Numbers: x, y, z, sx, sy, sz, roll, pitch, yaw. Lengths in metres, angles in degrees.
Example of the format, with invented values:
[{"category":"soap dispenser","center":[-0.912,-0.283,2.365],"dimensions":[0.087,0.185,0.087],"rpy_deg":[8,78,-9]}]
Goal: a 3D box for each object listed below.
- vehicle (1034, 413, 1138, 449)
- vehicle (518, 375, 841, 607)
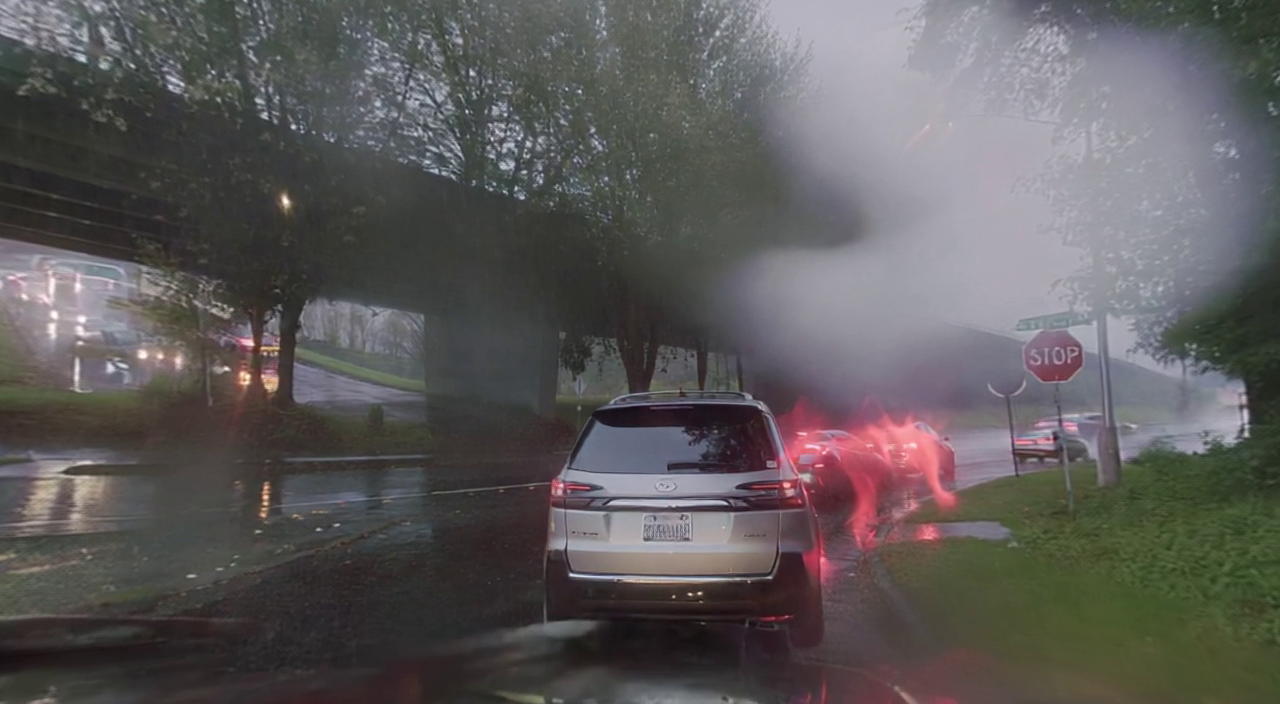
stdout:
[{"category":"vehicle","center":[22.207,3.972,31.395],"dimensions":[5.060,1.648,2.038],"rpy_deg":[4,-10,-28]},{"category":"vehicle","center":[0.310,1.404,7.151],"dimensions":[2.494,1.804,4.336],"rpy_deg":[0,-9,0]}]
